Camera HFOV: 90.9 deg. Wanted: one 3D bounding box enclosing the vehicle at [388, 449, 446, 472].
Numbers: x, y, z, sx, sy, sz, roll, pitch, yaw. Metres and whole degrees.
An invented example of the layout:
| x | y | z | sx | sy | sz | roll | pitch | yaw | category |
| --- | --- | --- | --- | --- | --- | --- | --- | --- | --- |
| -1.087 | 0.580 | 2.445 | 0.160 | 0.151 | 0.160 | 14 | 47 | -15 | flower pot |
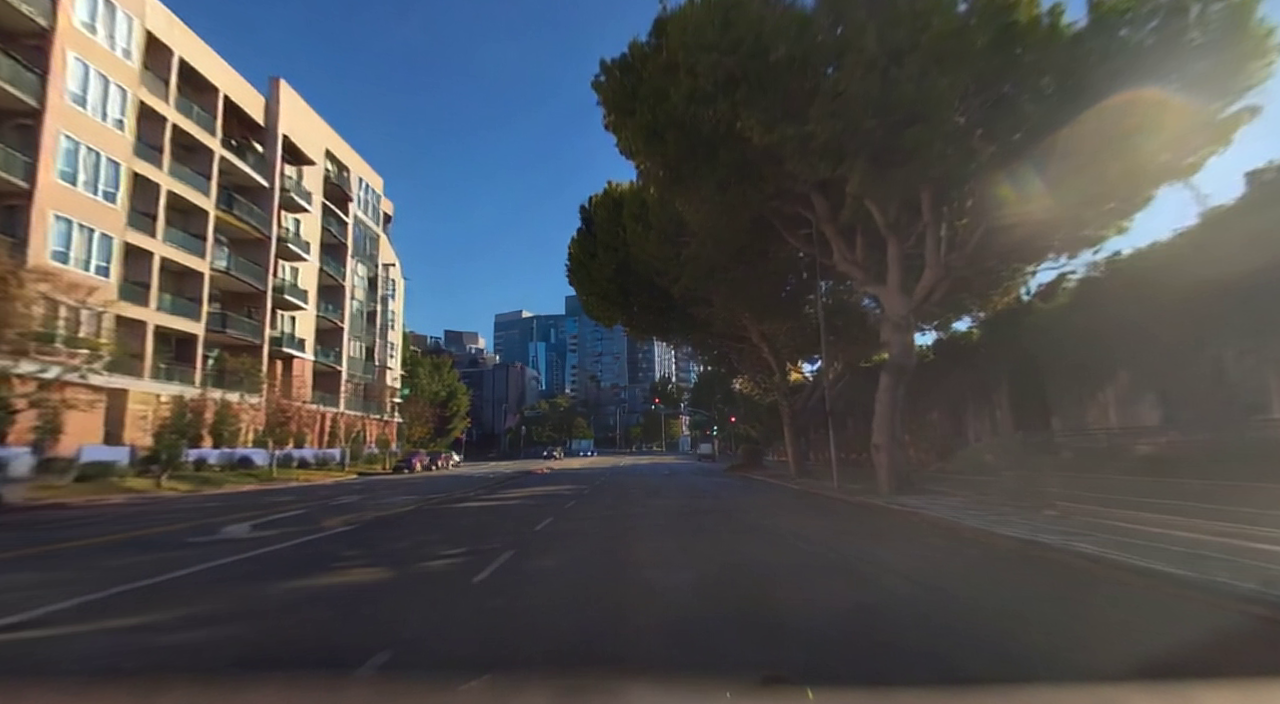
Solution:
| x | y | z | sx | sy | sz | roll | pitch | yaw | category |
| --- | --- | --- | --- | --- | --- | --- | --- | --- | --- |
| -15.216 | 7.419 | 43.275 | 1.878 | 1.506 | 4.693 | -2 | -9 | 6 | vehicle |

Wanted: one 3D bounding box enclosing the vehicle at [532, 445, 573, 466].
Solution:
| x | y | z | sx | sy | sz | roll | pitch | yaw | category |
| --- | --- | --- | --- | --- | --- | --- | --- | --- | --- |
| -6.727 | 8.049 | 49.071 | 2.017 | 1.473 | 4.379 | -2 | -9 | 9 | vehicle |
